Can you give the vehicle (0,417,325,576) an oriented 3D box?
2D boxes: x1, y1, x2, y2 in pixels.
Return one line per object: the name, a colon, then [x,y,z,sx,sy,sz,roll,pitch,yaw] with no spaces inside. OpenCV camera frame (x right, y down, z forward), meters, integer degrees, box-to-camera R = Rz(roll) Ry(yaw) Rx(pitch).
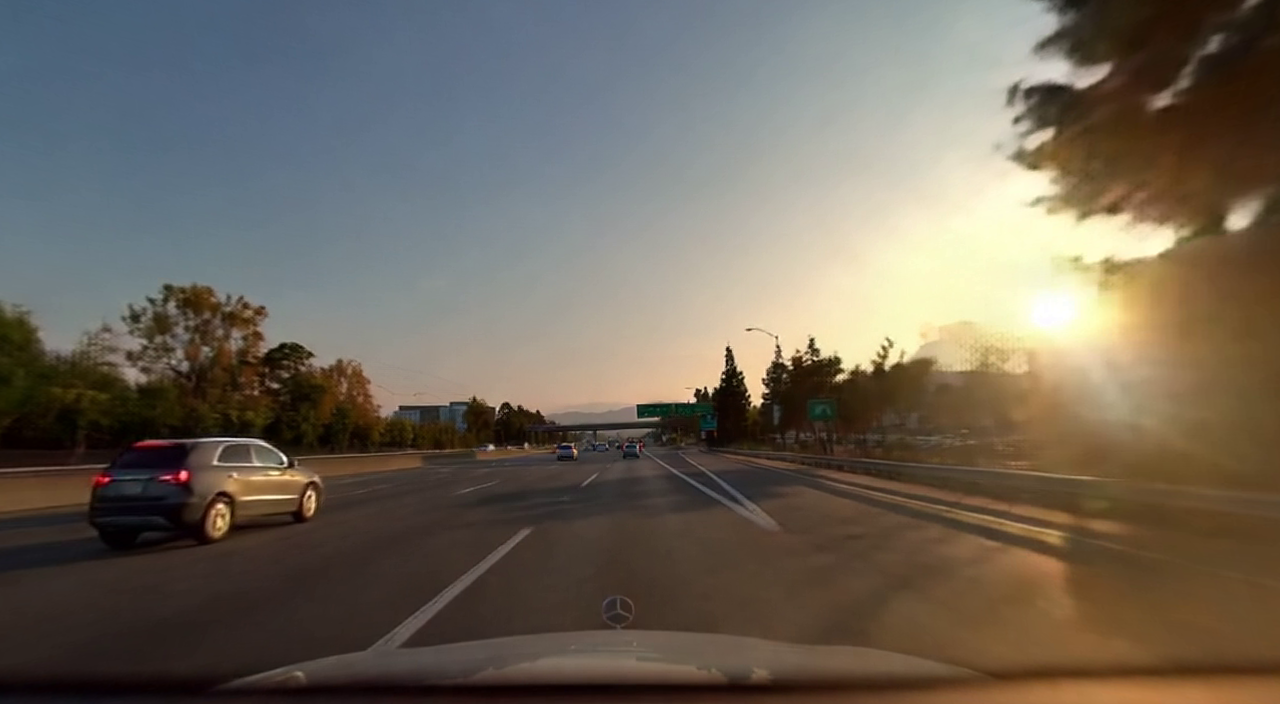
vehicle: [-6.689,1.843,8.894,2.016,1.606,4.806,0,-9,0]
